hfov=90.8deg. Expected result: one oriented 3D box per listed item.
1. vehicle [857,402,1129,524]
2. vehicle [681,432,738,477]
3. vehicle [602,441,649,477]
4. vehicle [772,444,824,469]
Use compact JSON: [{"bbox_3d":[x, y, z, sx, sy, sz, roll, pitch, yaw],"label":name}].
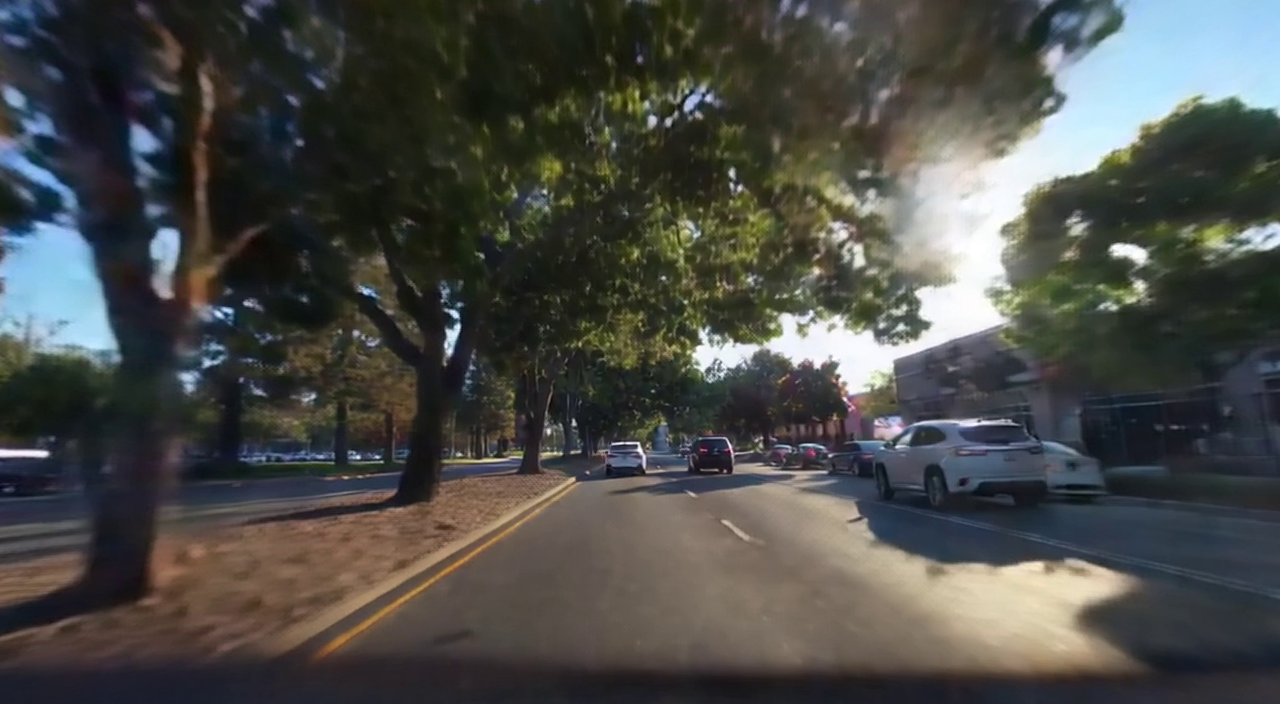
[{"bbox_3d":[6.617,2.193,12.984,2.240,1.923,5.678,0,-8,-1],"label":"vehicle"},{"bbox_3d":[3.027,4.598,28.461,1.955,1.845,4.538,0,-8,-1],"label":"vehicle"},{"bbox_3d":[-0.673,4.922,29.275,2.037,1.568,3.693,0,-8,-1],"label":"vehicle"},{"bbox_3d":[9.993,6.627,40.362,1.898,1.475,4.860,0,-8,-2],"label":"vehicle"}]
